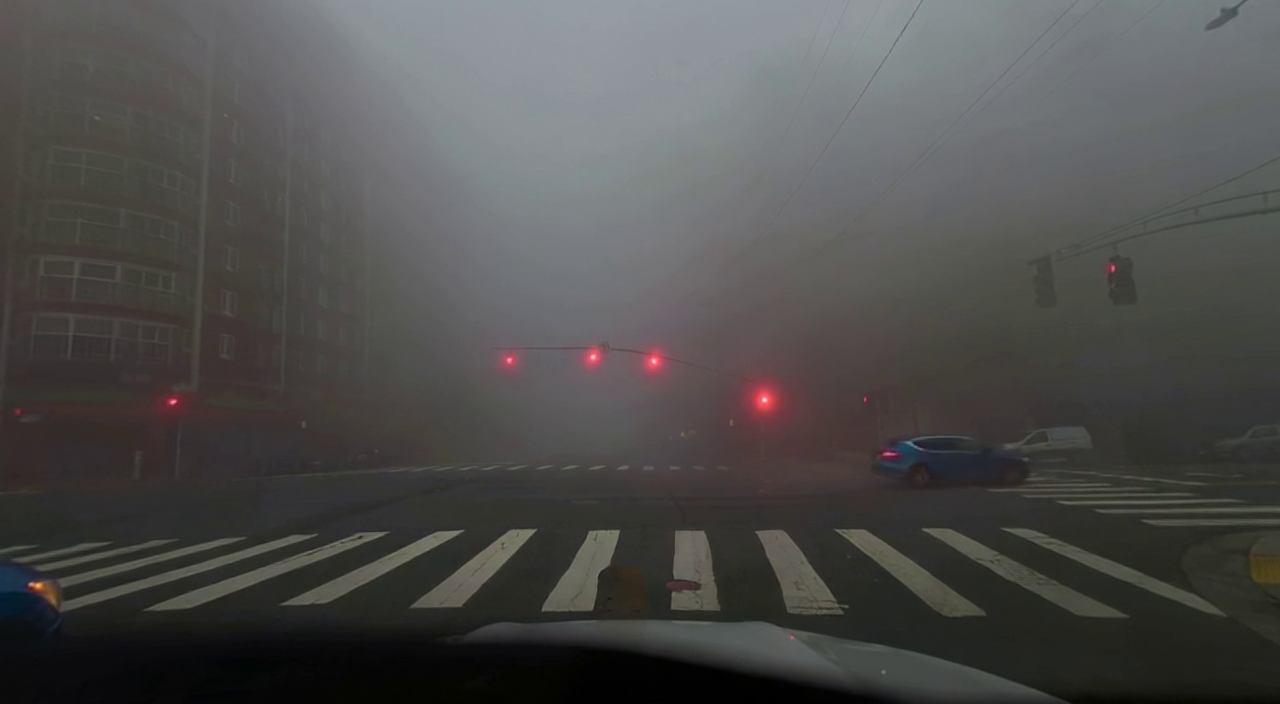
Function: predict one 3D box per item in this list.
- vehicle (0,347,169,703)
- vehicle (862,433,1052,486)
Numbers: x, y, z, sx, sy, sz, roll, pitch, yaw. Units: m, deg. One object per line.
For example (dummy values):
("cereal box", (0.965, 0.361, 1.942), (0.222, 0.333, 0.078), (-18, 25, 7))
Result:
("vehicle", (-3.637, 0.615, 1.061), (2.109, 1.692, 4.587), (0, -8, 0))
("vehicle", (9.203, 3.141, 18.534), (4.551, 1.454, 1.941), (0, -8, -1))
